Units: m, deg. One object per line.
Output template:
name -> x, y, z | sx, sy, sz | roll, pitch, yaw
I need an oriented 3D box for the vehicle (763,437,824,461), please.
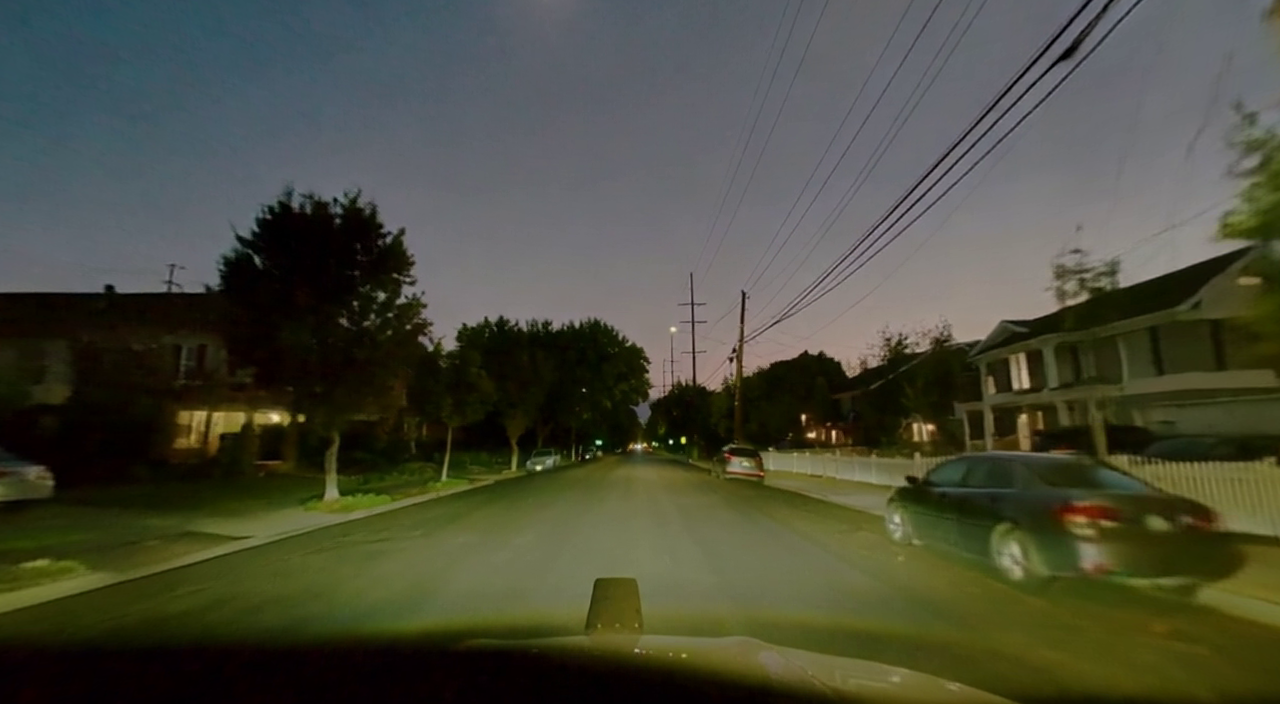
vehicle -> 11.477, 7.299, 47.325 | 4.293, 1.657, 1.961 | -2, -12, 15

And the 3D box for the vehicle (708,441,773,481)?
vehicle -> 4.211, 4.650, 27.162 | 2.020, 1.558, 3.925 | 1, -9, -2

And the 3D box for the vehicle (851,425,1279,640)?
vehicle -> 4.217, 1.654, 6.987 | 1.936, 1.464, 5.141 | 1, -9, -1

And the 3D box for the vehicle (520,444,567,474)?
vehicle -> -5.748, 6.428, 38.296 | 1.954, 1.551, 5.128 | -3, -8, 1
